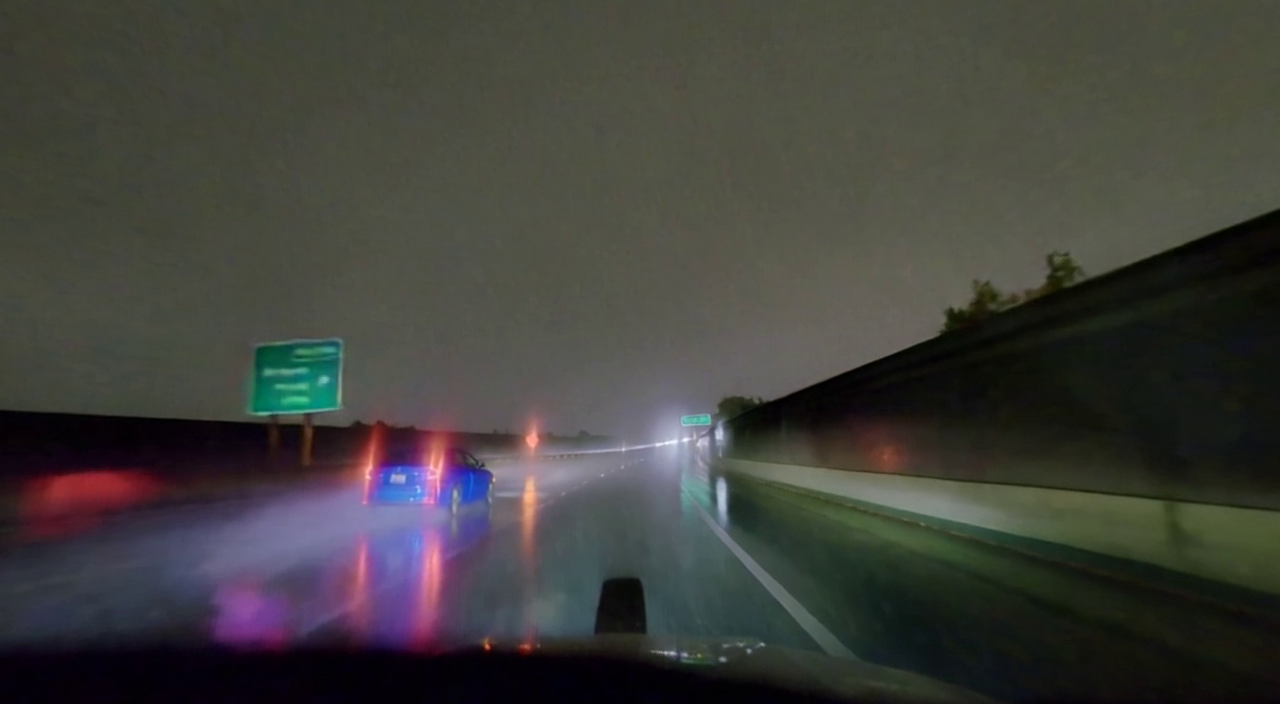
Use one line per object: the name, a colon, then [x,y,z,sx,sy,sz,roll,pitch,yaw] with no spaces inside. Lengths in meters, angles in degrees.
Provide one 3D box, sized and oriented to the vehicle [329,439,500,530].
vehicle: [-4.198,2.507,12.481,1.928,1.504,3.745,0,-9,1]
